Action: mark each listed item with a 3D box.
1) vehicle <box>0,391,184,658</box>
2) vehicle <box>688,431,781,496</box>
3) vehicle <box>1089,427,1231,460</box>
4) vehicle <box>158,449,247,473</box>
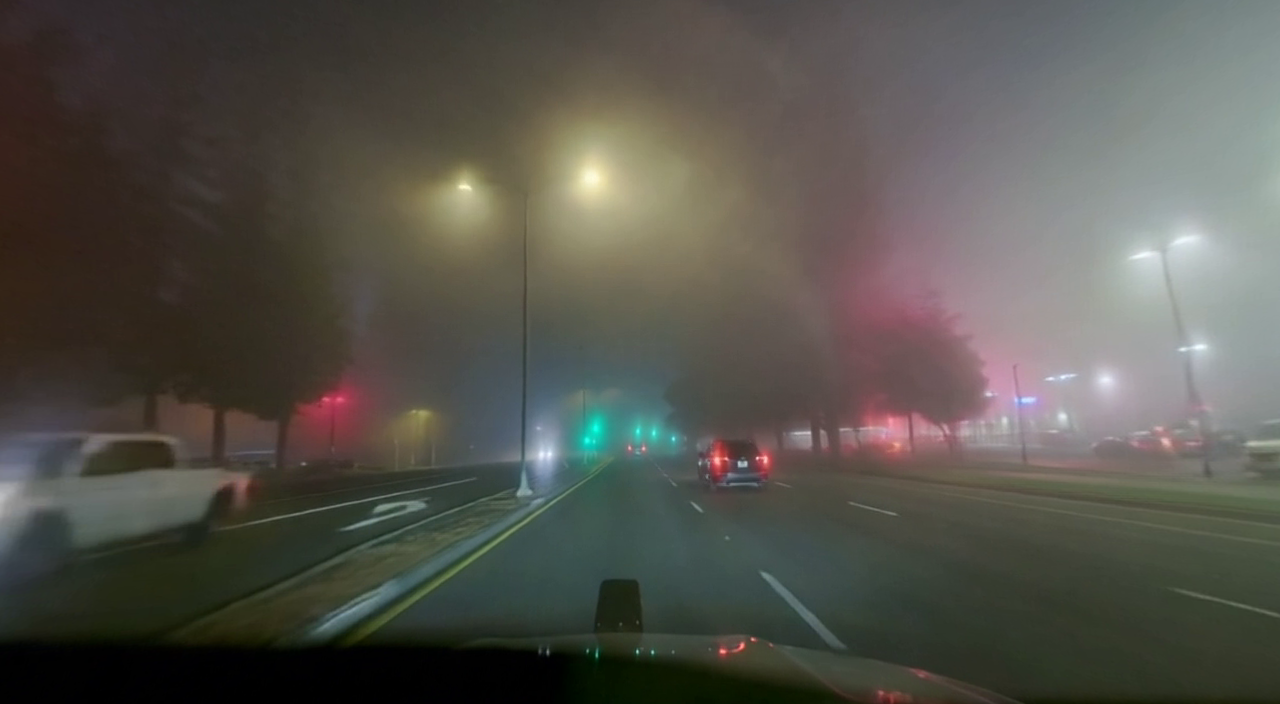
[{"bbox_3d":[-5.099,1.113,3.862,2.134,1.660,4.625,0,-9,-14],"label":"vehicle"},{"bbox_3d":[2.657,3.245,18.792,1.963,1.677,4.229,0,-8,-2],"label":"vehicle"},{"bbox_3d":[23.858,4.252,29.194,1.813,1.395,4.616,5,-10,-30],"label":"vehicle"},{"bbox_3d":[-30.080,7.470,43.488,4.656,1.508,1.953,-1,-9,1],"label":"vehicle"}]
